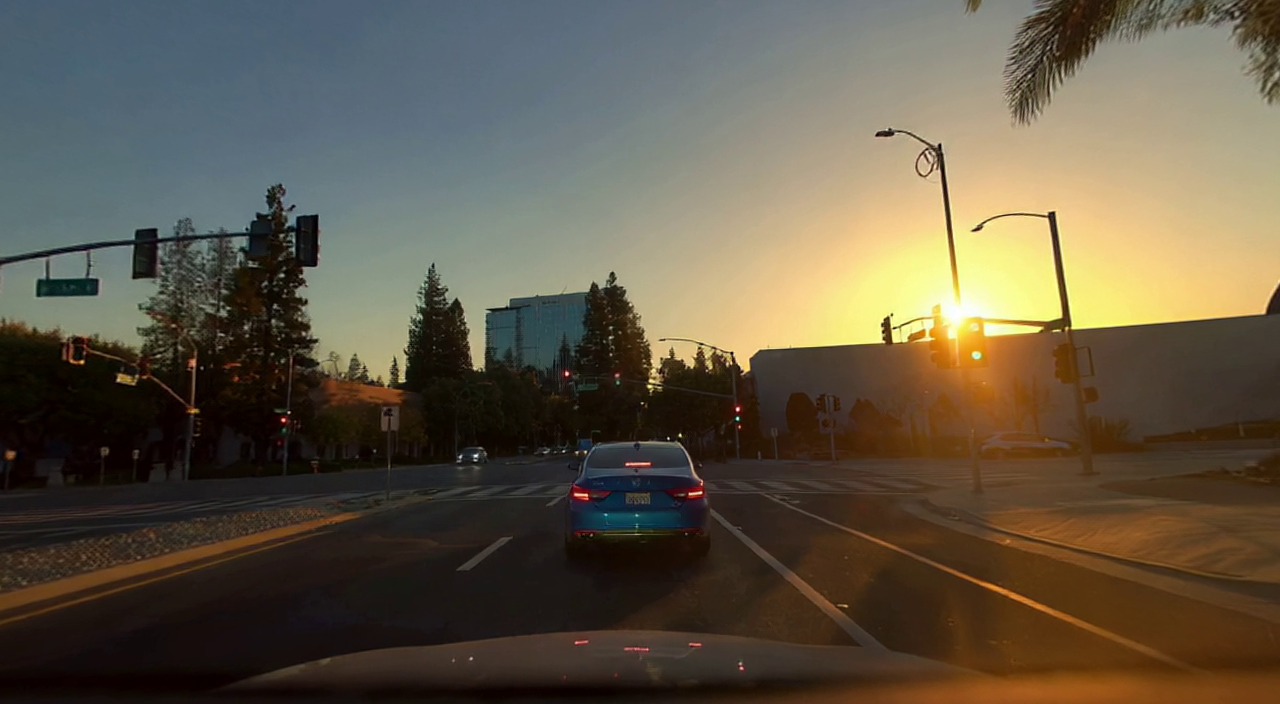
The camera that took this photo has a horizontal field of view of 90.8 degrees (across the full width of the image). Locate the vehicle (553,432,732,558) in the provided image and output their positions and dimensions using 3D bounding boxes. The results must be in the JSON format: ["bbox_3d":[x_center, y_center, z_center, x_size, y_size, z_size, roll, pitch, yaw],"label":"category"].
[{"bbox_3d":[0.001,1.993,9.508,2.107,1.470,3.974,0,-9,-1],"label":"vehicle"}]
